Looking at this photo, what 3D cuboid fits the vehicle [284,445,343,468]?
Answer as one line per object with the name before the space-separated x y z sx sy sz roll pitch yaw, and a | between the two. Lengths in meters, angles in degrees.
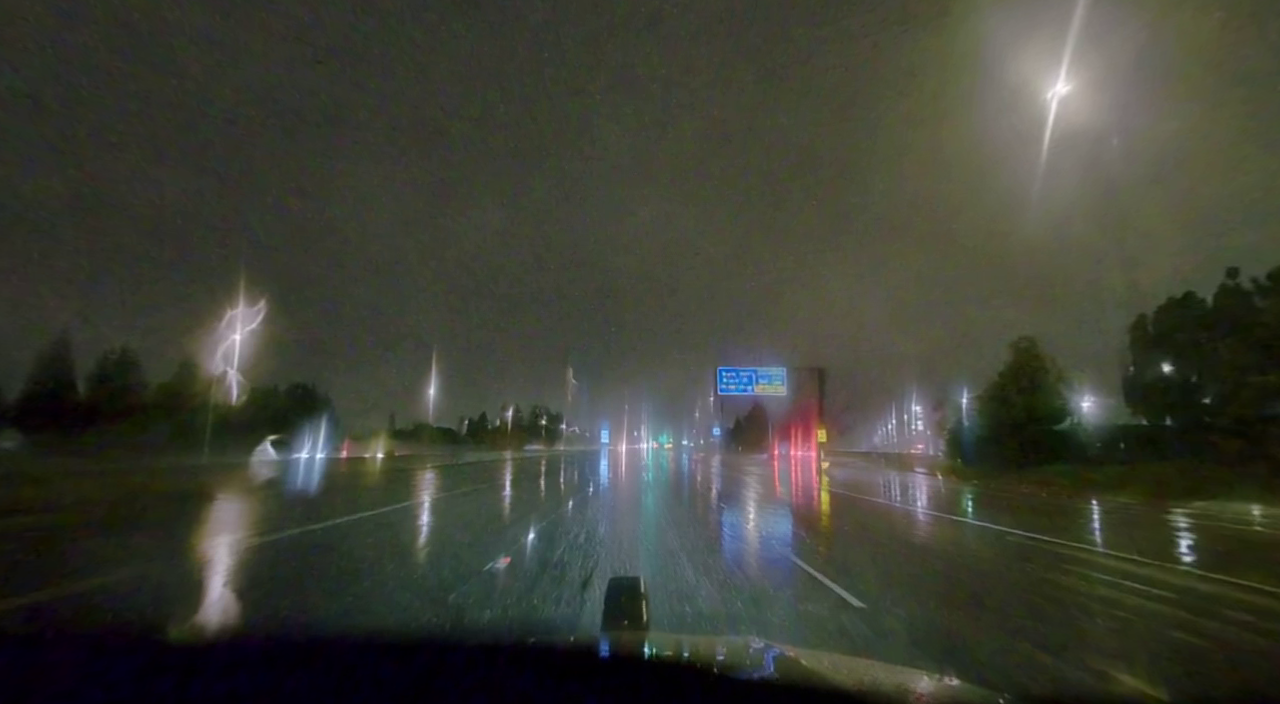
vehicle | -24.933 7.991 48.254 1.965 1.660 4.576 -1 -8 1
